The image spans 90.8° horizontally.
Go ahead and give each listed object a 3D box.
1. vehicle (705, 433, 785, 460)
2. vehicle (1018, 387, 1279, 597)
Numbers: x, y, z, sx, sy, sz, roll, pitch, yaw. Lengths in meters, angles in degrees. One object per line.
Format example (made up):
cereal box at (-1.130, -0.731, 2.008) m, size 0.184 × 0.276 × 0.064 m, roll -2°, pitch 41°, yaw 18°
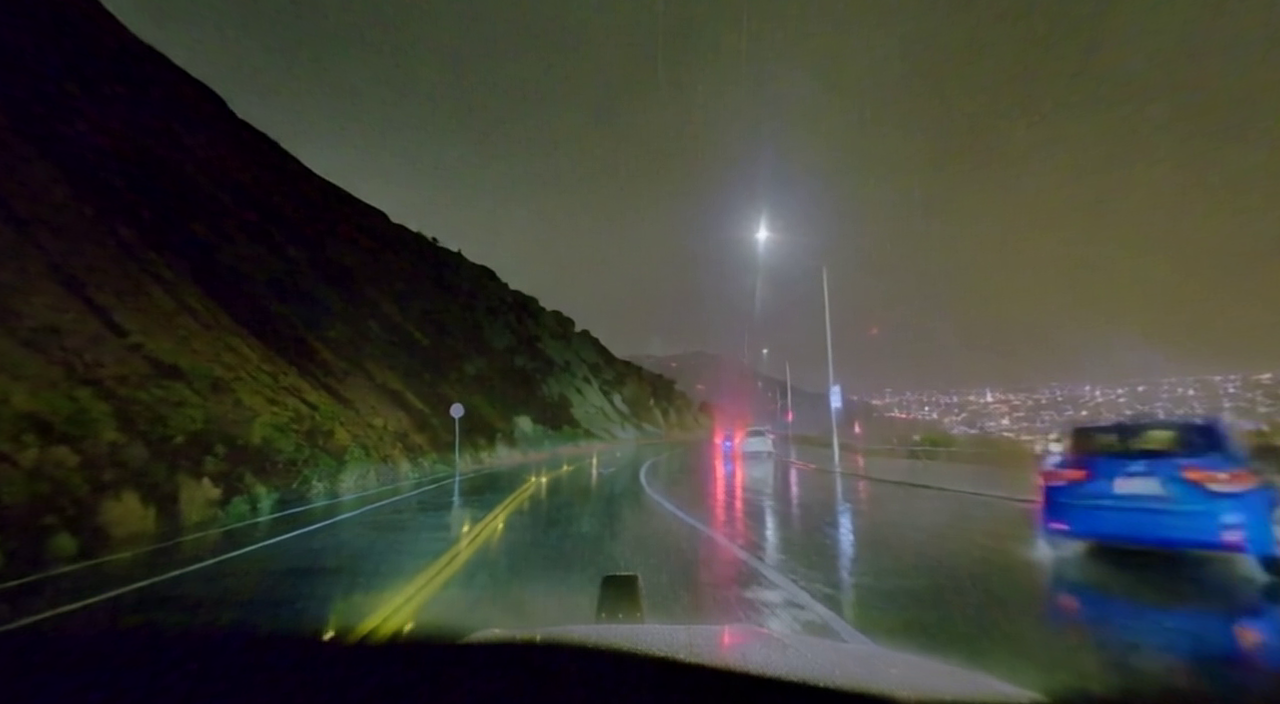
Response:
vehicle at (6.655, 5.911, 39.873) m, size 4.963 × 1.585 × 2.155 m, roll 6°, pitch -10°, yaw -38°
vehicle at (6.247, 1.432, 7.186) m, size 4.453 × 1.667 × 2.064 m, roll 8°, pitch -12°, yaw -43°
